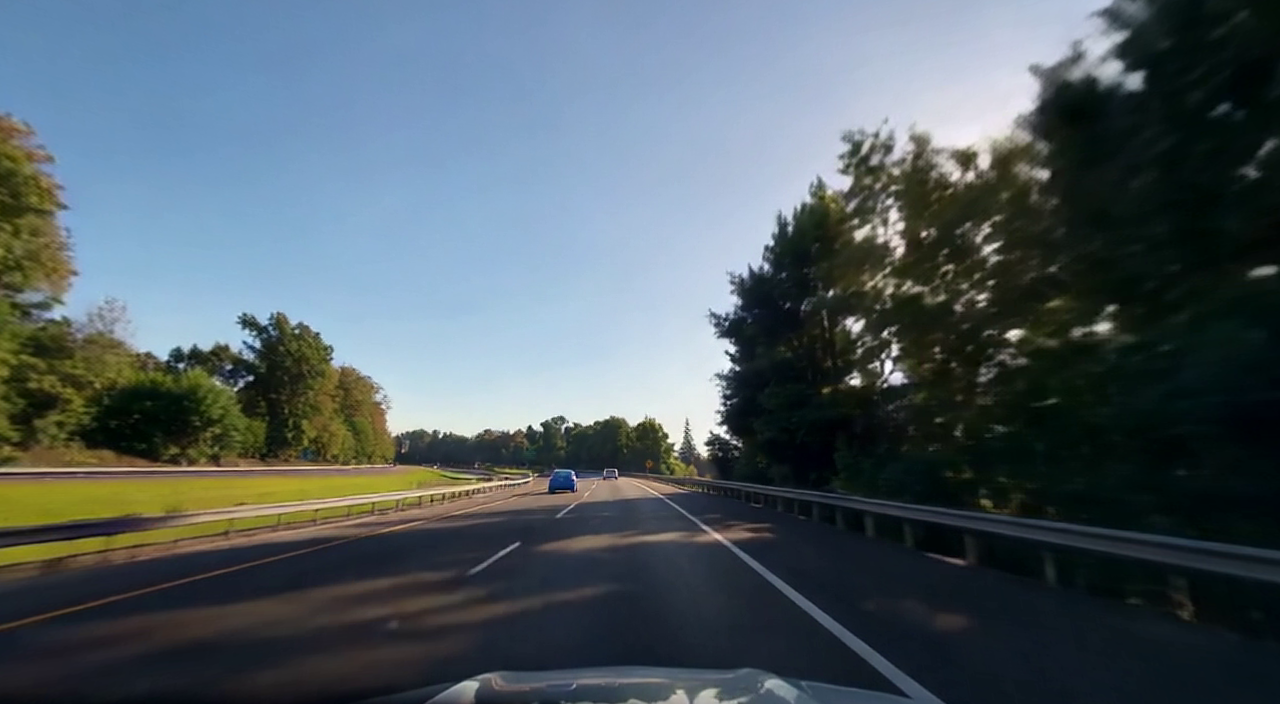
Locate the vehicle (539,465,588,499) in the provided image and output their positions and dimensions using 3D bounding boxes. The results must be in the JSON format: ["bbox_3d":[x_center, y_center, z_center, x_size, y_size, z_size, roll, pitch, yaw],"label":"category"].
[{"bbox_3d":[-3.773,6.539,31.833,1.967,1.556,4.364,1,-11,-1],"label":"vehicle"}]
